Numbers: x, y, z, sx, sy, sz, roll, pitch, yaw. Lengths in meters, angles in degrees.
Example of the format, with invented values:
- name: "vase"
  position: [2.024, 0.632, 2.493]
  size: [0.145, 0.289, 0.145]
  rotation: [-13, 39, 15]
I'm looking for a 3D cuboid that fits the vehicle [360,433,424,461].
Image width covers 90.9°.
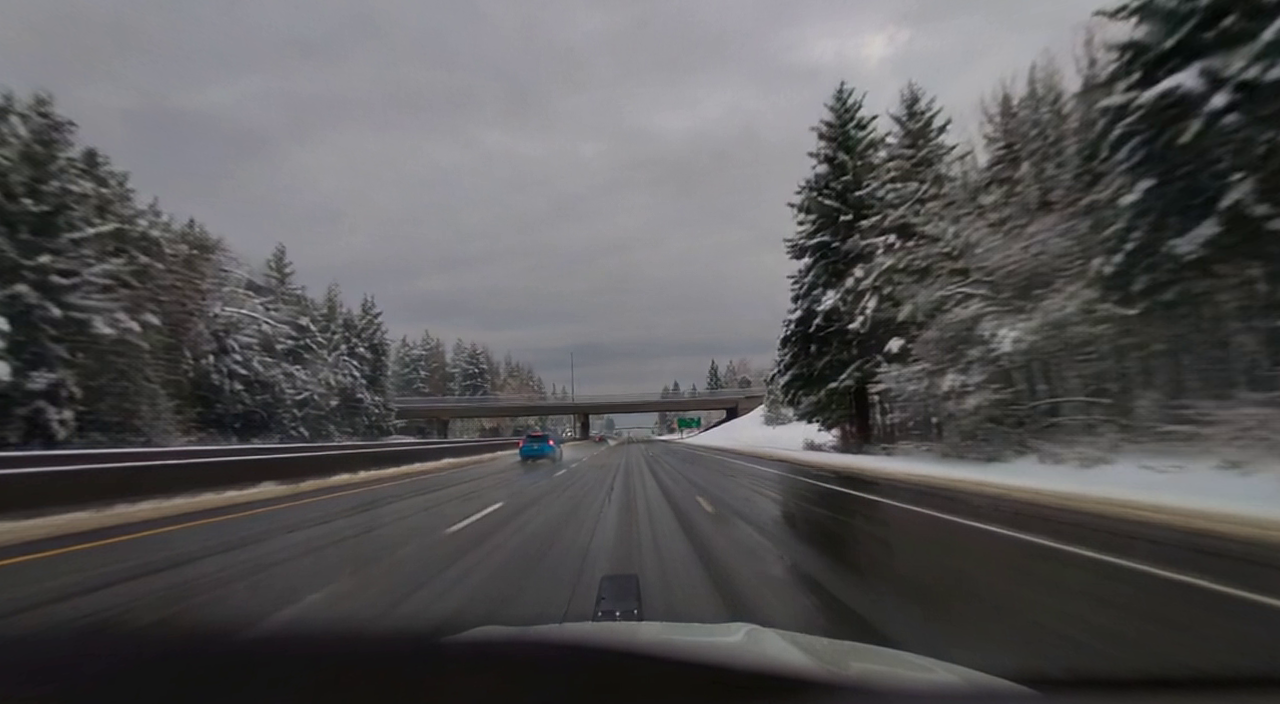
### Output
- name: "vehicle"
  position: [-13.818, 5.290, 35.383]
  size: [1.898, 1.445, 4.372]
  rotation: [0, -8, -2]

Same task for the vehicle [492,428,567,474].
- name: "vehicle"
  position: [-4.185, 3.807, 24.645]
  size: [2.086, 1.624, 4.607]
  rotation: [0, -8, 0]
